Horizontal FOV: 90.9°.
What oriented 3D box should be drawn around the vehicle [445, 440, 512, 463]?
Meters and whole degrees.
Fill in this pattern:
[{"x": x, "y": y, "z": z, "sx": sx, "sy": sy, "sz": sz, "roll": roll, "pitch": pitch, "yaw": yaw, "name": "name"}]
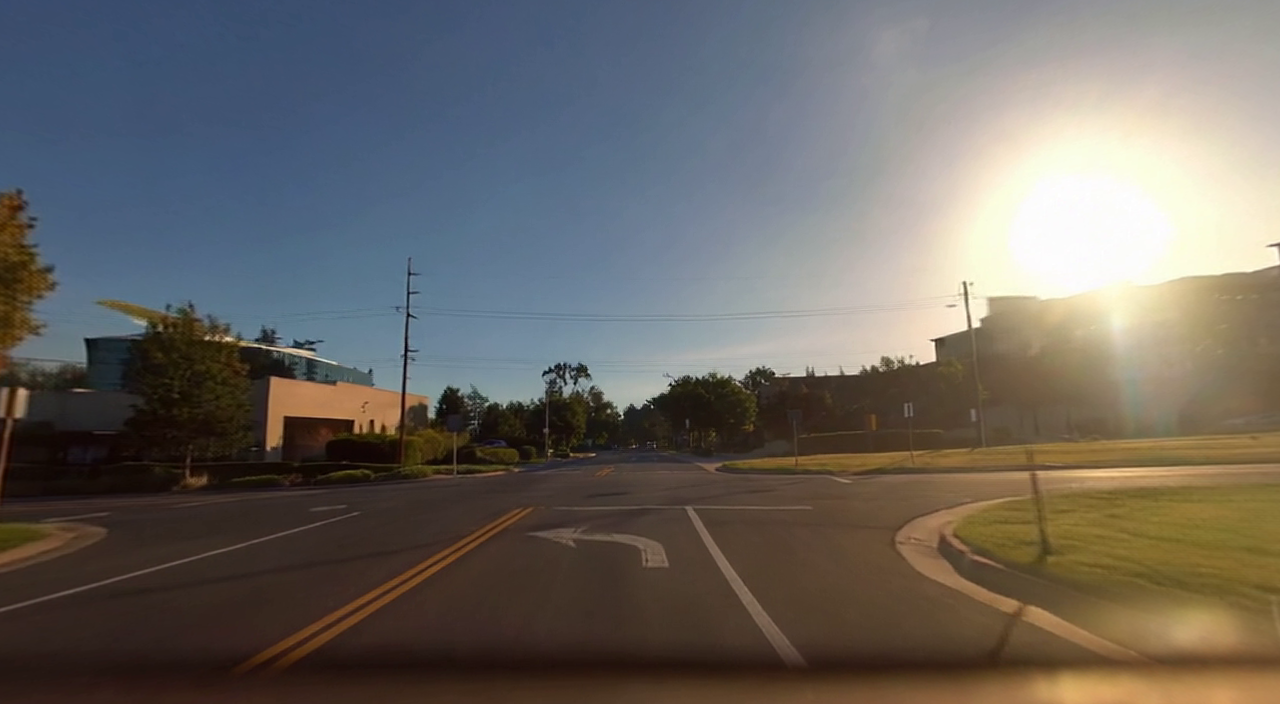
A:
[{"x": -12.679, "y": 7.816, "z": 49.685, "sx": 4.702, "sy": 1.761, "sz": 1.978, "roll": 0, "pitch": -8, "yaw": 3, "name": "vehicle"}]
